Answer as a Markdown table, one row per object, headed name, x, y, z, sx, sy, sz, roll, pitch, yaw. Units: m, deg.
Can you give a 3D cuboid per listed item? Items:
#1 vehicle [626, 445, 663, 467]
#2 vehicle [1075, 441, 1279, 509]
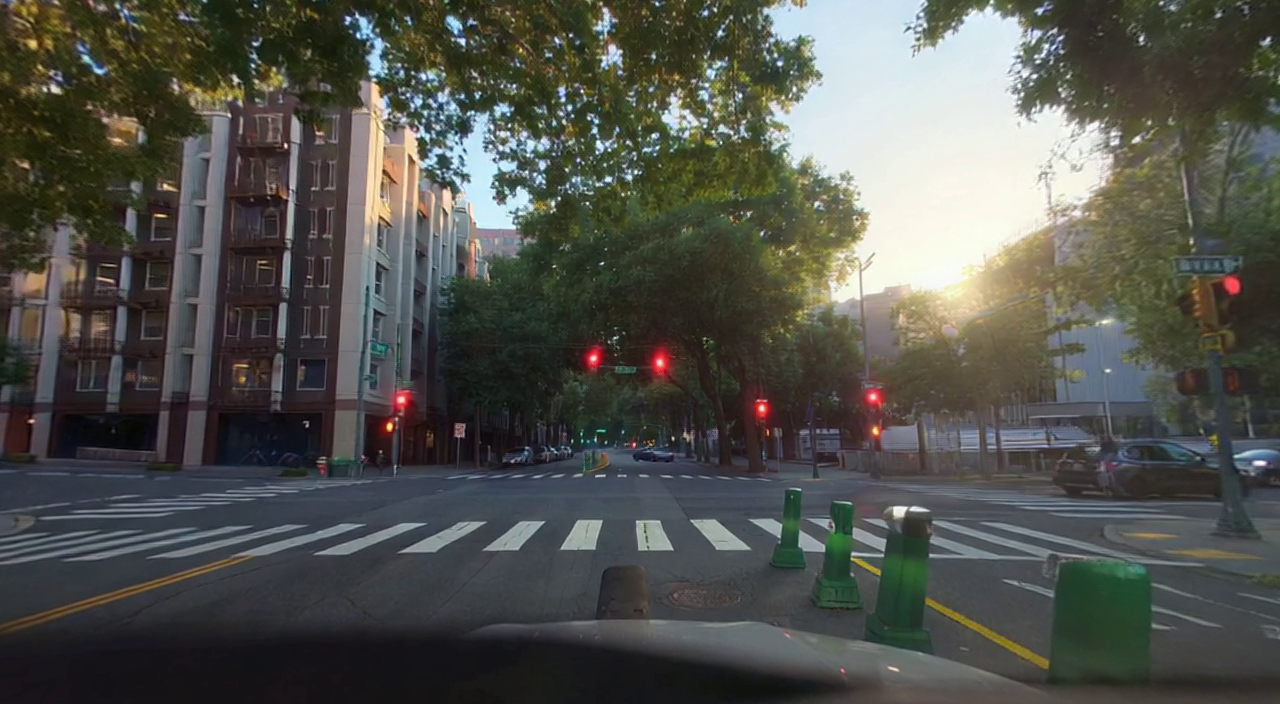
| name | x | y | z | sx | sy | sz | roll | pitch | yaw |
| --- | --- | --- | --- | --- | --- | --- | --- | --- | --- |
| vehicle | 0.291 | 7.672 | 46.767 | 1.972 | 1.522 | 4.368 | 1 | -9 | -10 |
| vehicle | 12.993 | 2.795 | 14.570 | 4.424 | 1.436 | 1.804 | 0 | -8 | 5 |
